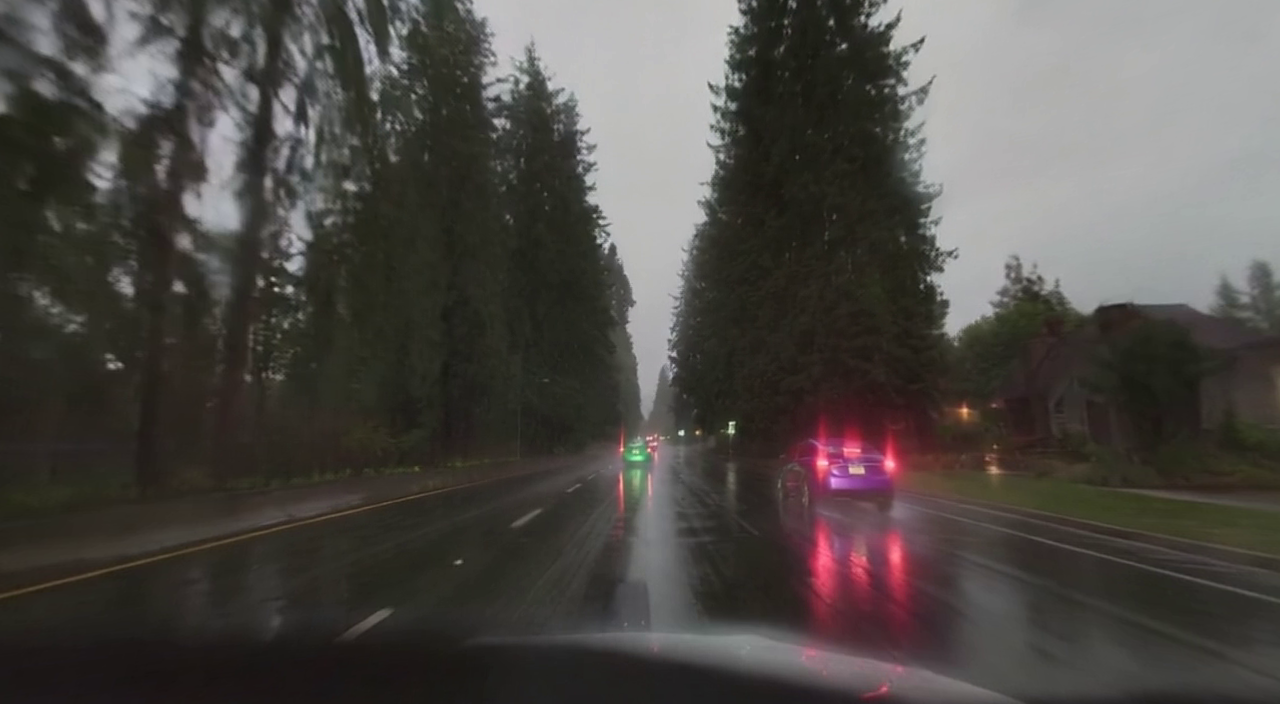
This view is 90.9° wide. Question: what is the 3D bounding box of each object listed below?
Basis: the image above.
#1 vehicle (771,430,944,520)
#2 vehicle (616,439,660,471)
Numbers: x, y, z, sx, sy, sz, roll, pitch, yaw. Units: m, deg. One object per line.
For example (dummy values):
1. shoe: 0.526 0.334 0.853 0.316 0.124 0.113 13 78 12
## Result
1. vehicle: 4.172 2.388 13.004 1.943 1.471 4.515 -1 -7 0
2. vehicle: -0.047 5.555 34.453 2.206 1.525 4.695 -1 -7 1
